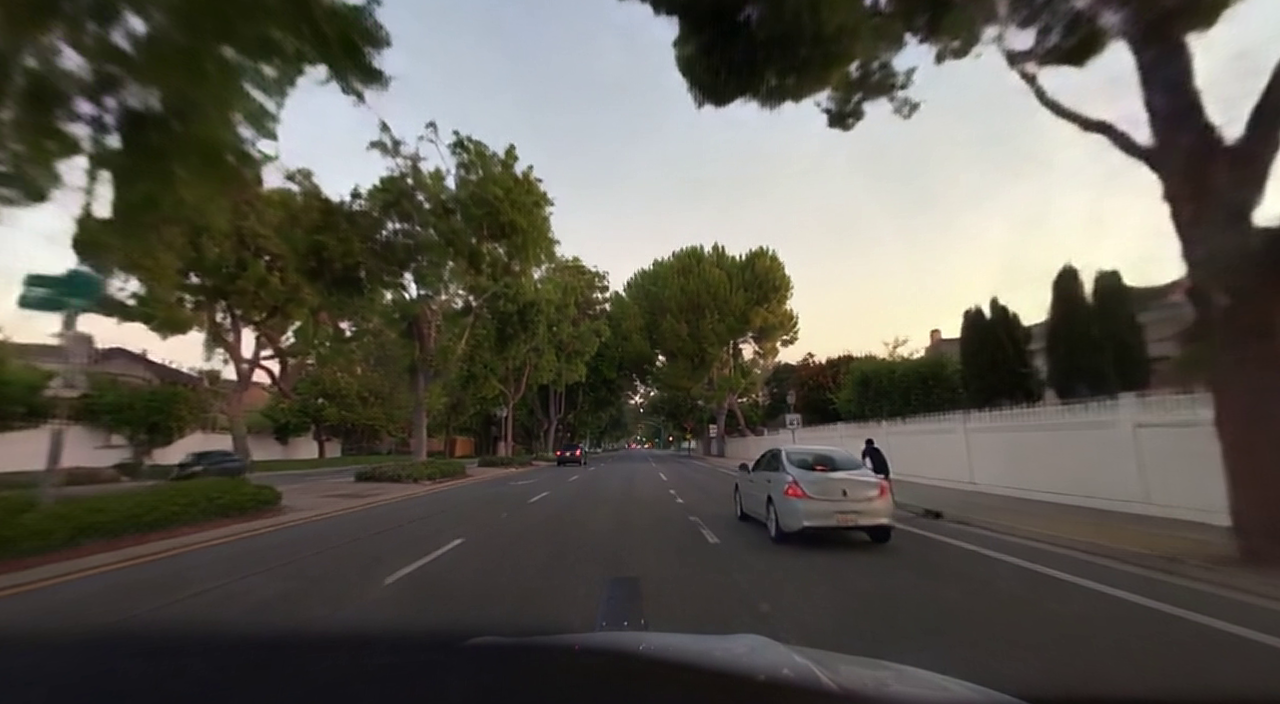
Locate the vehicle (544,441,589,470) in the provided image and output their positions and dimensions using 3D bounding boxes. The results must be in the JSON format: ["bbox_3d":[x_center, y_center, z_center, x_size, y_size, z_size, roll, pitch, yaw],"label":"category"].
[{"bbox_3d":[-4.108,5.866,35.890,2.011,1.480,4.517,0,-9,0],"label":"vehicle"}]

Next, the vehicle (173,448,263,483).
[{"bbox_3d":[-21.936,5.884,32.966,1.816,1.717,4.024,0,-9,0],"label":"vehicle"}]

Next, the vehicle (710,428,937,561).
[{"bbox_3d":[2.372,1.983,9.550,1.992,1.511,4.464,1,-9,-1],"label":"vehicle"}]
